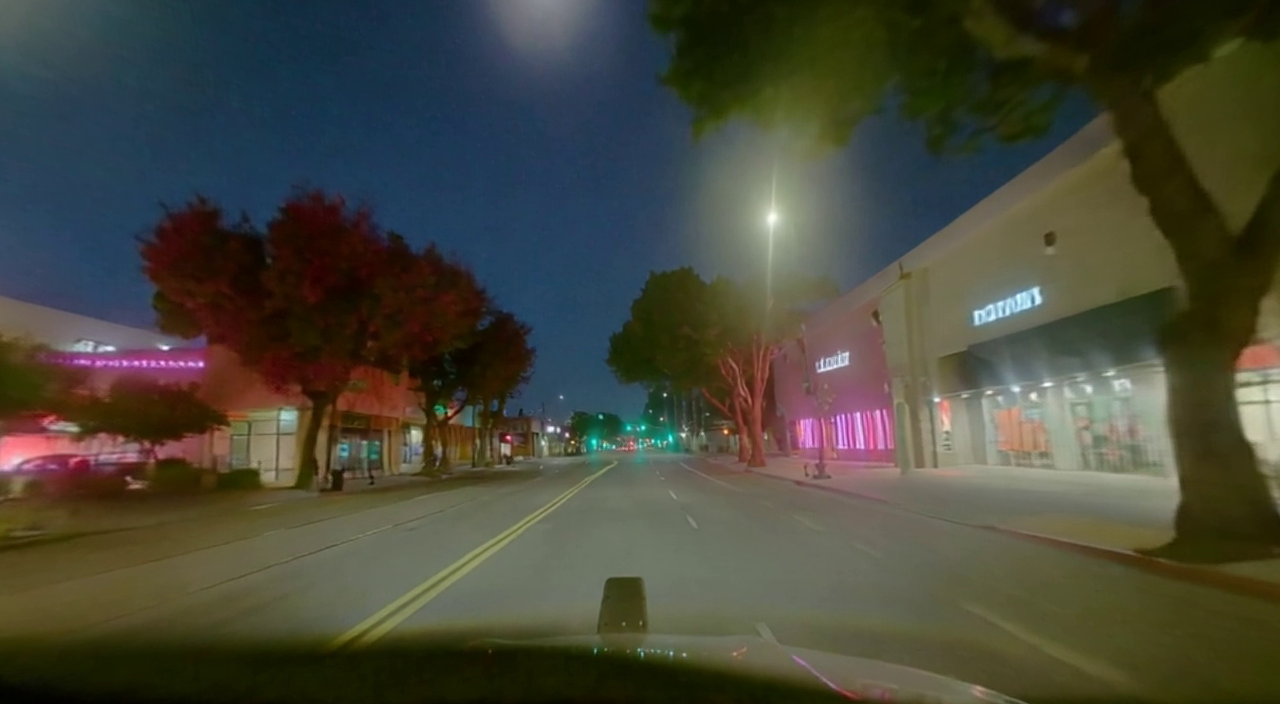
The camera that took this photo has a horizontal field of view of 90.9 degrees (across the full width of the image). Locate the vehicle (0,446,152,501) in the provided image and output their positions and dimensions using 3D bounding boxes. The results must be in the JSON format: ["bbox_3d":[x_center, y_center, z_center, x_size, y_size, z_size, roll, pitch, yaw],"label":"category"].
[{"bbox_3d":[-18.256,3.735,19.884,1.837,1.471,4.756,0,-8,1],"label":"vehicle"}]
